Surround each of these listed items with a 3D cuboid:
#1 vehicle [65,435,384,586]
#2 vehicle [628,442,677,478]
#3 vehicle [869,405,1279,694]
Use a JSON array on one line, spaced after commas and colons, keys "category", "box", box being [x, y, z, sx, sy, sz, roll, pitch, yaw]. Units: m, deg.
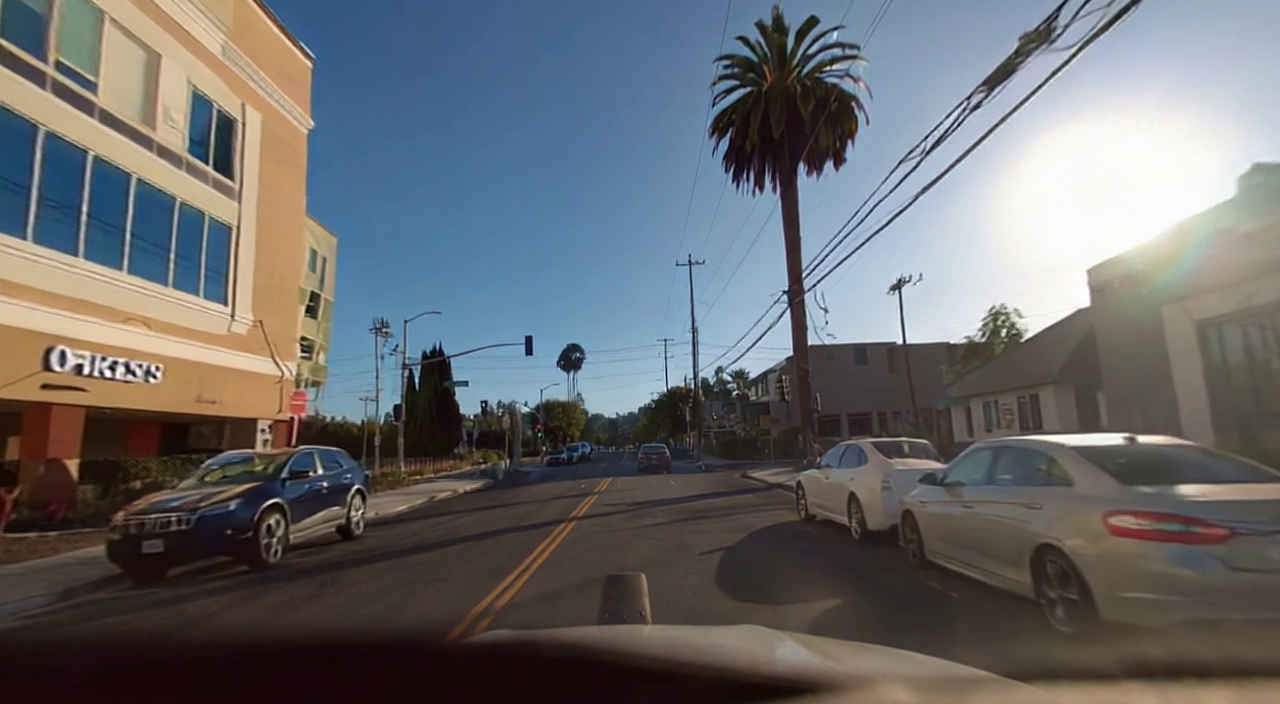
[{"category": "vehicle", "box": [-6.217, 2.386, 10.415, 2.126, 1.864, 4.831, 0, -9, -3]}, {"category": "vehicle", "box": [0.513, 5.064, 29.676, 2.125, 1.524, 4.404, 0, -9, -1]}, {"category": "vehicle", "box": [3.722, 1.426, 5.606, 1.915, 1.591, 4.087, 0, -9, 2]}]
